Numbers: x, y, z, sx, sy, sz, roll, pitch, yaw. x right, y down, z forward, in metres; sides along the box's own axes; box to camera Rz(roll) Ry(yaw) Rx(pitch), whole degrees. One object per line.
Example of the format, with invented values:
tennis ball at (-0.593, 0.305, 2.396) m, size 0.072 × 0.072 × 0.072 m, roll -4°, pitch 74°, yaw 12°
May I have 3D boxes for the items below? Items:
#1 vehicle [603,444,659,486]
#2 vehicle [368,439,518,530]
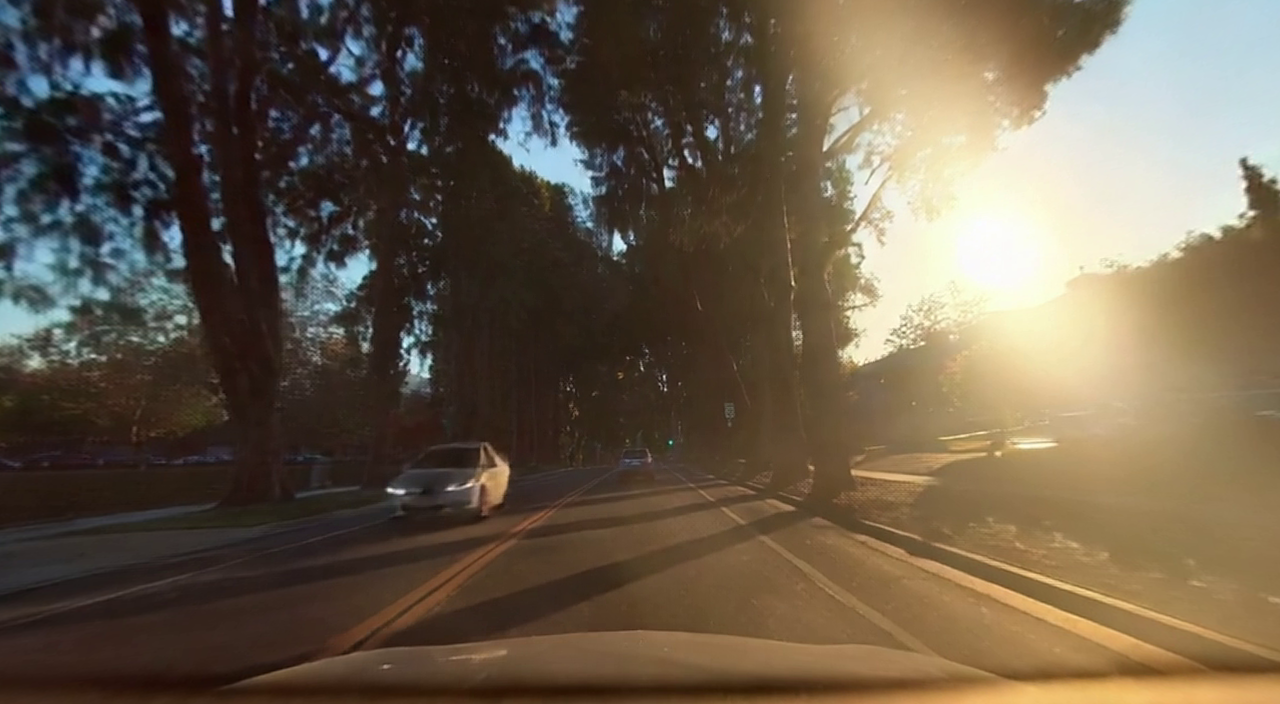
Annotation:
vehicle at (-0.287, 4.662, 26.532) m, size 2.152 × 1.574 × 4.223 m, roll -1°, pitch -8°, yaw 2°
vehicle at (-4.185, 2.841, 14.177) m, size 2.078 × 1.720 × 3.822 m, roll -1°, pitch -8°, yaw 1°
